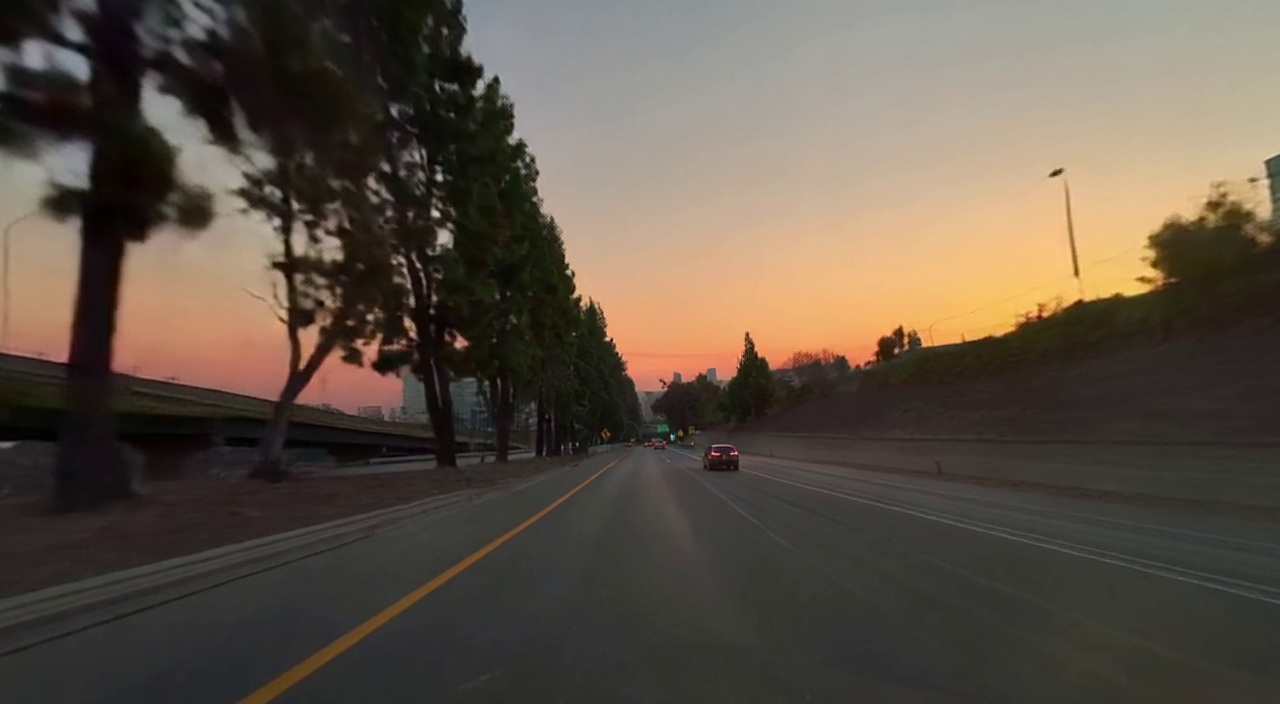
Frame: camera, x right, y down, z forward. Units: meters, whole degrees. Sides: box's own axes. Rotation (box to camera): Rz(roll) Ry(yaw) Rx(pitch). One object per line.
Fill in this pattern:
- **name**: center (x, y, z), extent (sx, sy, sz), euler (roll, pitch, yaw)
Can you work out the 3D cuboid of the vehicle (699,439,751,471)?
- **vehicle**: center (4.332, 5.319, 32.753), extent (2.042, 1.518, 4.477), euler (0, -8, 0)
